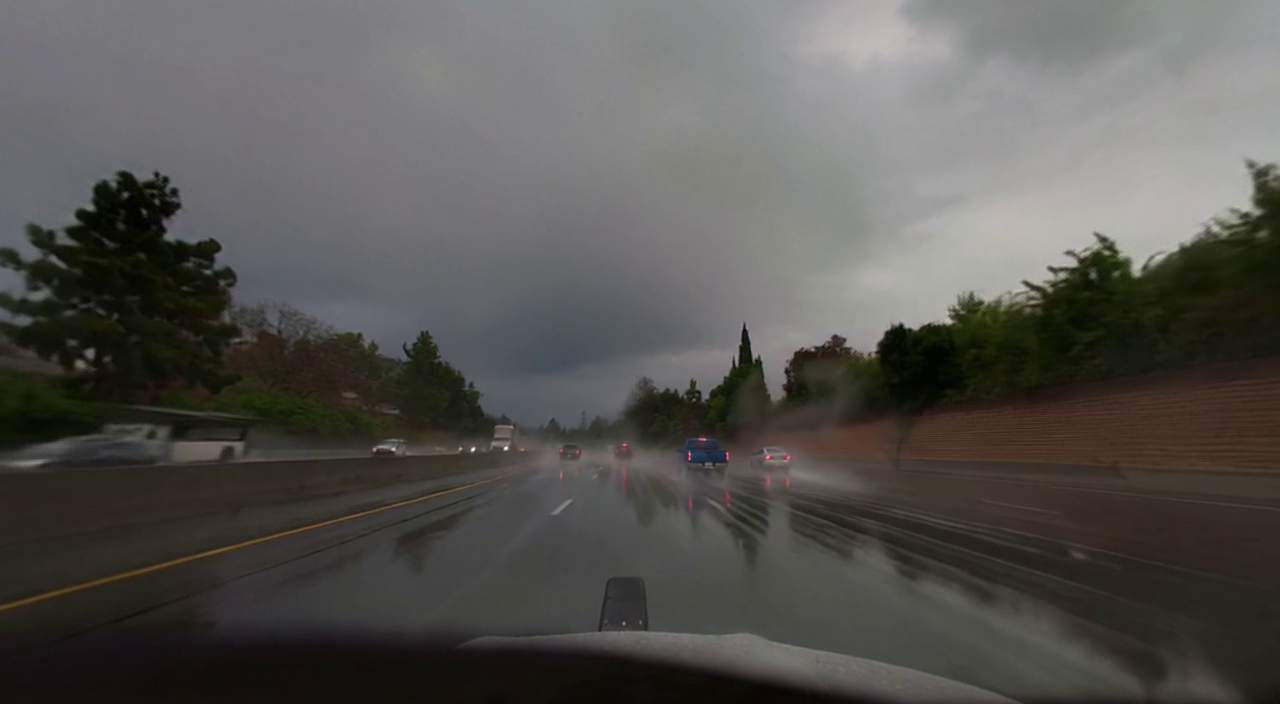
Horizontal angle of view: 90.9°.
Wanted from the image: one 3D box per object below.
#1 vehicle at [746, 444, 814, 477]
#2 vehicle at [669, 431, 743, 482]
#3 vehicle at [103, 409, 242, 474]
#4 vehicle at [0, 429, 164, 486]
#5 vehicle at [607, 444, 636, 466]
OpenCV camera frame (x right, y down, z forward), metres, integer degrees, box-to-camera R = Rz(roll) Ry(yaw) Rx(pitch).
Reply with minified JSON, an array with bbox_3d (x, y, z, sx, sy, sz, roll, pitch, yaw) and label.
[{"bbox_3d":[6.921,5.395,31.728,1.976,1.485,4.925,0,-8,-4],"label":"vehicle"},{"bbox_3d":[2.727,4.522,27.614,2.374,1.952,5.431,0,-8,-3],"label":"vehicle"},{"bbox_3d":[-22.049,4.297,30.194,2.220,2.772,5.866,0,-8,-2],"label":"vehicle"},{"bbox_3d":[-17.784,3.253,19.767,2.107,1.561,4.736,0,-8,-2],"label":"vehicle"},{"bbox_3d":[-1.487,7.878,48.412,2.050,1.607,3.821,0,-8,-4],"label":"vehicle"}]
